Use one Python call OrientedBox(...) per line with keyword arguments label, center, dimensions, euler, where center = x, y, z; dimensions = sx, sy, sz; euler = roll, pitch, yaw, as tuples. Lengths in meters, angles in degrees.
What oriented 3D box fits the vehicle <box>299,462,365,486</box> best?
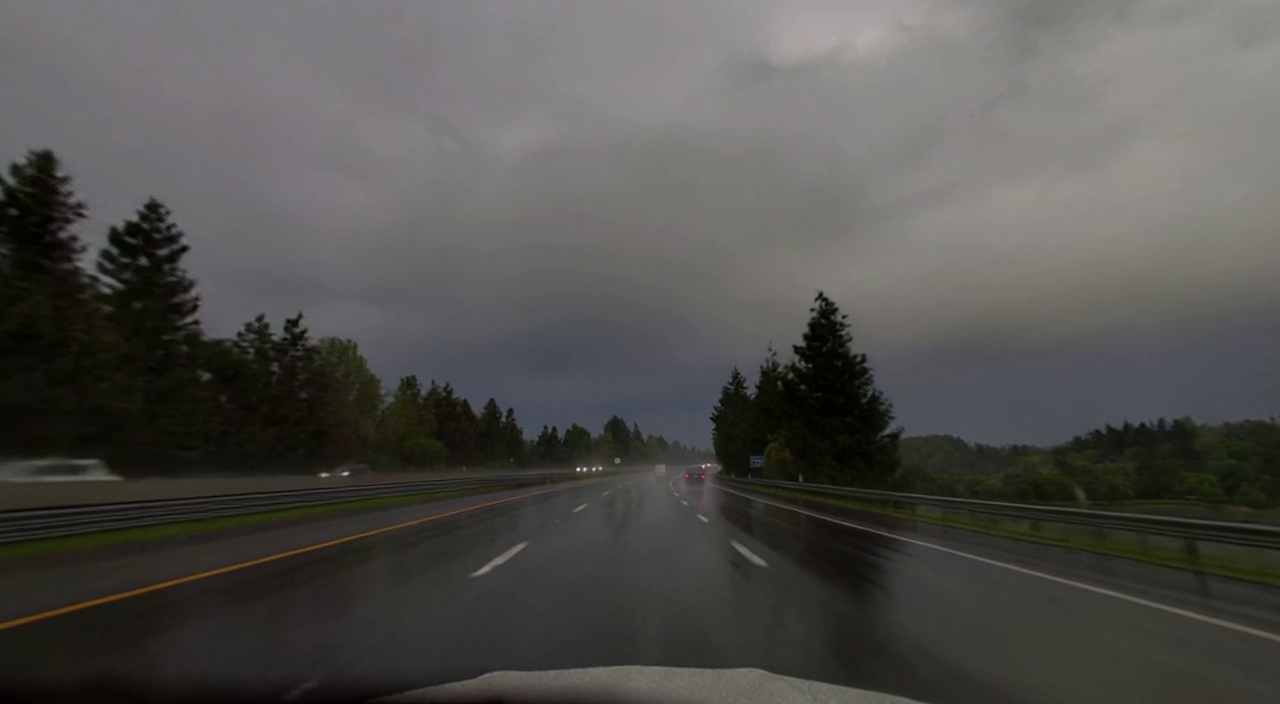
OrientedBox(label="vehicle", center=(-20.145, 8.022, 41.461), dimensions=(1.938, 1.458, 4.858), euler=(1, -11, -1))
